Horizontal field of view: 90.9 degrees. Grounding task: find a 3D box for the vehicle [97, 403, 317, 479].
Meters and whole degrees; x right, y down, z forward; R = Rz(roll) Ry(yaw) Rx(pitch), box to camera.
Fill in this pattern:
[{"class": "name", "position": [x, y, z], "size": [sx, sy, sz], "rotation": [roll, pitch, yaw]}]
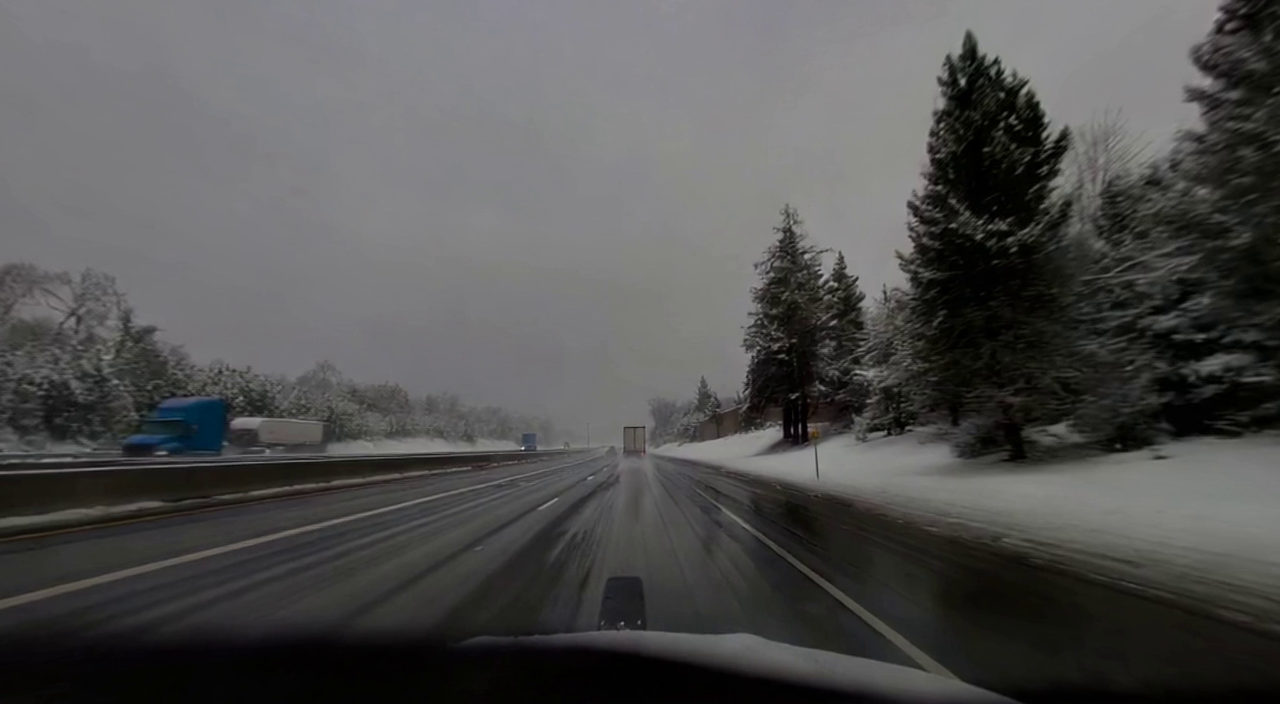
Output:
[{"class": "vehicle", "position": [-23.299, 5.134, 35.674], "size": [2.824, 3.436, 13.724], "rotation": [0, -9, 0]}]
